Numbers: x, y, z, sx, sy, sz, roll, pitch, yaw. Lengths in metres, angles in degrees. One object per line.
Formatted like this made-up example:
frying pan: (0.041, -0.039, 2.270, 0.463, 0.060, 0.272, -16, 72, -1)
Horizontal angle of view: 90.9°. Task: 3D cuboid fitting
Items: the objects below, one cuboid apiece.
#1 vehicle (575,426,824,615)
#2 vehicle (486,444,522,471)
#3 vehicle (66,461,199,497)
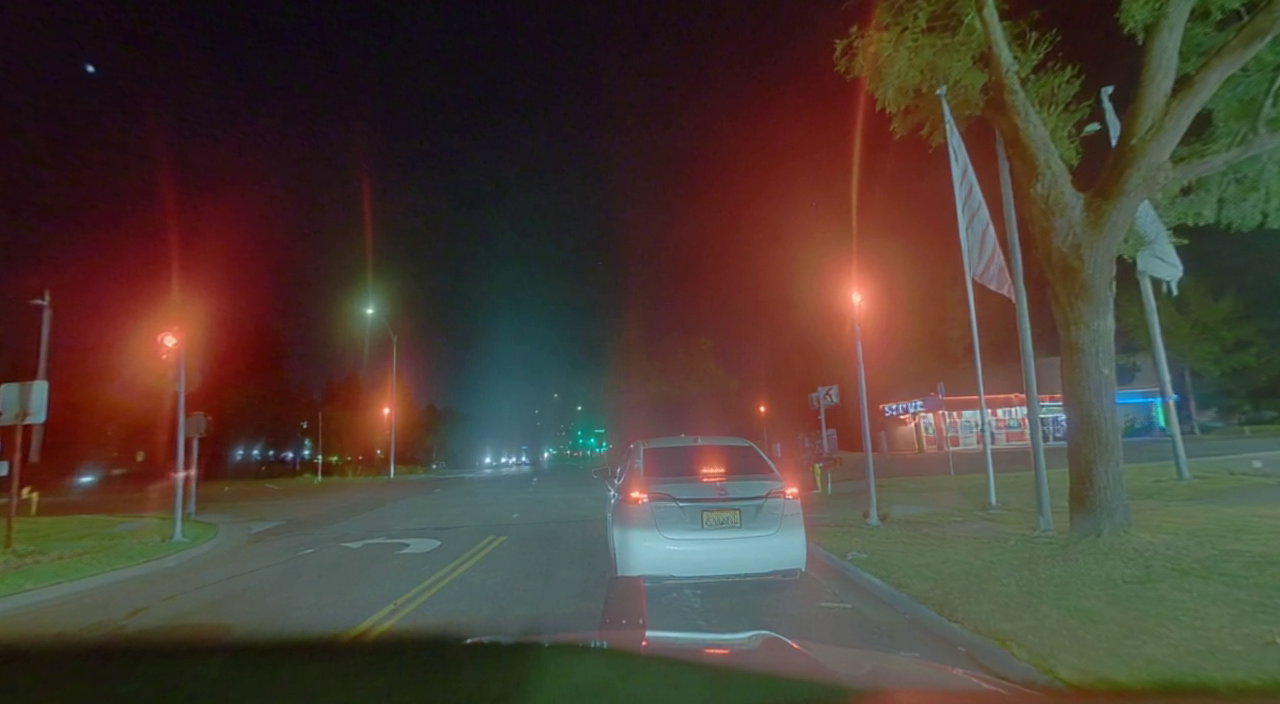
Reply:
vehicle: (0.384, 1.621, 6.897, 1.985, 1.463, 3.647, 0, -9, -3)
vehicle: (-10.389, 8.100, 48.541, 2.212, 1.948, 4.537, 1, -9, -6)
vehicle: (-22.925, 5.724, 28.597, 4.278, 1.475, 1.804, 0, -9, -5)
